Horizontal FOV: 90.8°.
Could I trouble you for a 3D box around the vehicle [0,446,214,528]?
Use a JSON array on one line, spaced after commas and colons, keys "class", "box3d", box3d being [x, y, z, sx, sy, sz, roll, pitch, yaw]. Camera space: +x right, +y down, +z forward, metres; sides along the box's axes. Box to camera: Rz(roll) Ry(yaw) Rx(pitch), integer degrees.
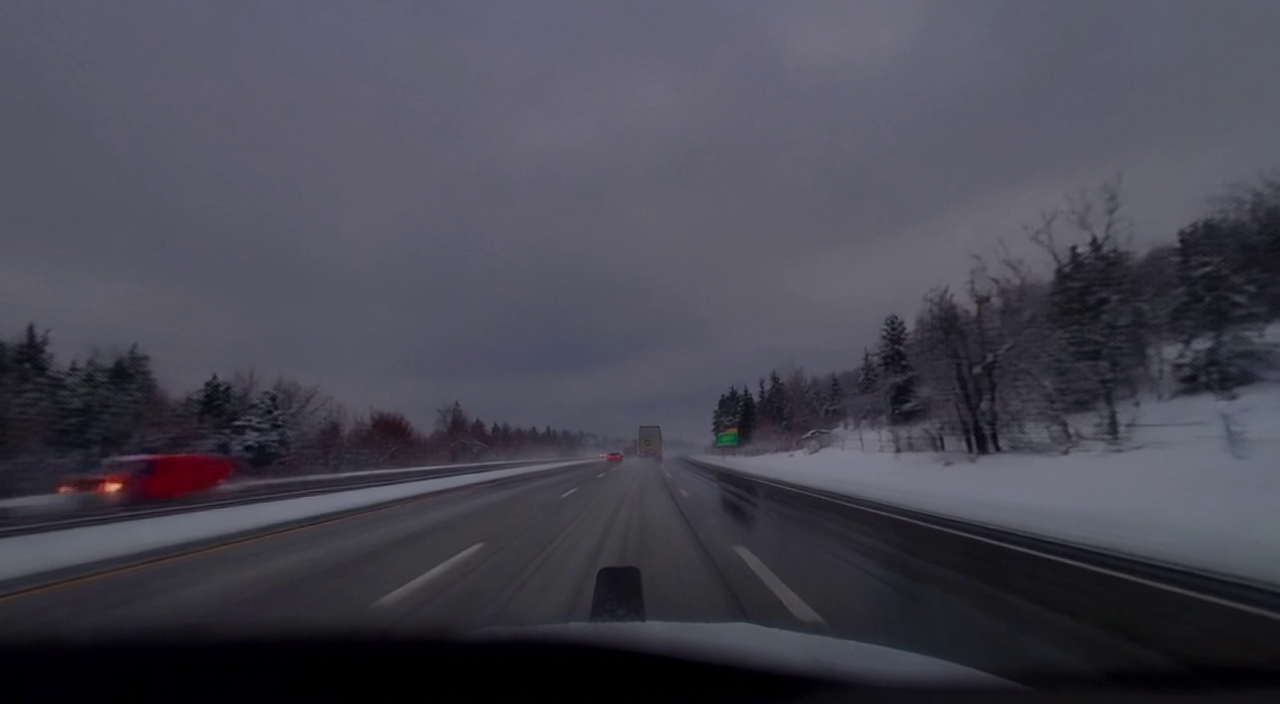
[{"class": "vehicle", "box3d": [-16.675, 4.140, 20.102, 2.377, 2.202, 5.348, 0, -9, 0]}]
